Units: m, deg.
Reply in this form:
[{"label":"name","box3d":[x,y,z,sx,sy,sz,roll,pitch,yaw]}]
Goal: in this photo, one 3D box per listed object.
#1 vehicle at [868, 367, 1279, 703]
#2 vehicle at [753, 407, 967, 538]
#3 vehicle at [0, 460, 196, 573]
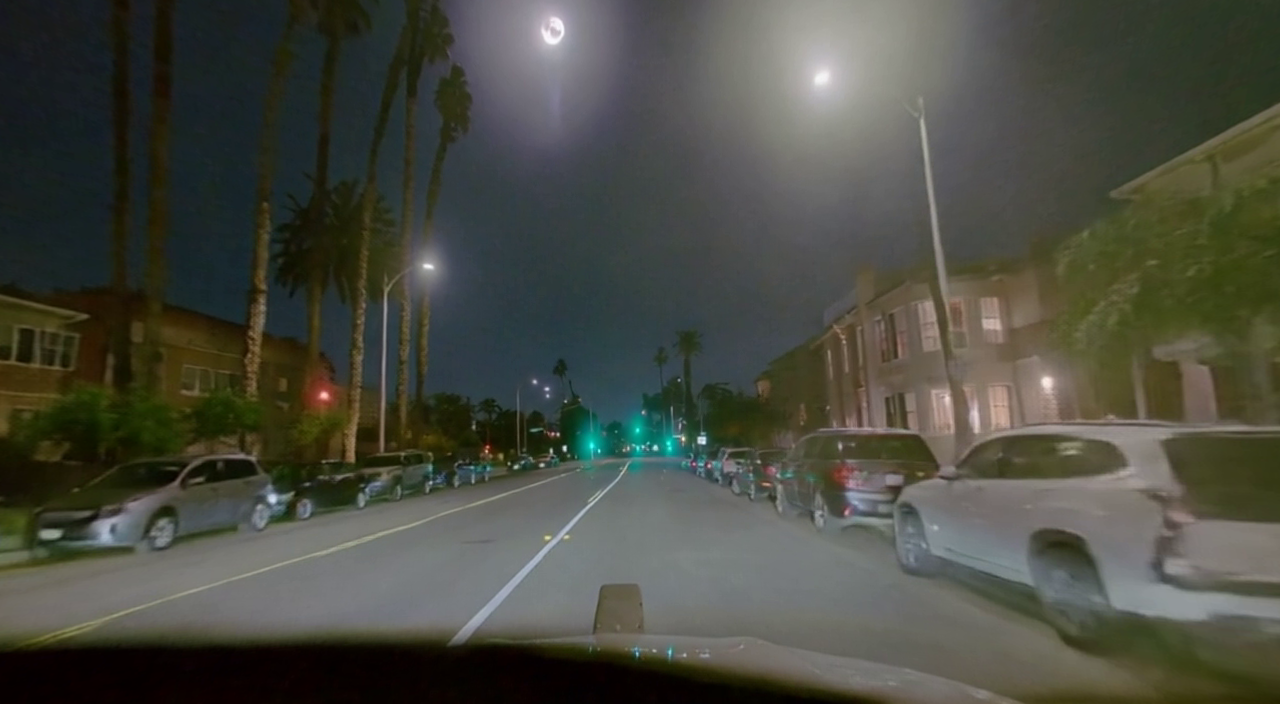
[{"label":"vehicle","box3d":[3.591,1.206,5.142,1.899,1.669,4.259,0,-8,1]},{"label":"vehicle","box3d":[3.734,2.155,11.923,2.121,1.929,4.763,0,-8,-3]},{"label":"vehicle","box3d":[-9.238,2.409,9.477,3.807,1.465,1.821,3,-9,-22]}]
